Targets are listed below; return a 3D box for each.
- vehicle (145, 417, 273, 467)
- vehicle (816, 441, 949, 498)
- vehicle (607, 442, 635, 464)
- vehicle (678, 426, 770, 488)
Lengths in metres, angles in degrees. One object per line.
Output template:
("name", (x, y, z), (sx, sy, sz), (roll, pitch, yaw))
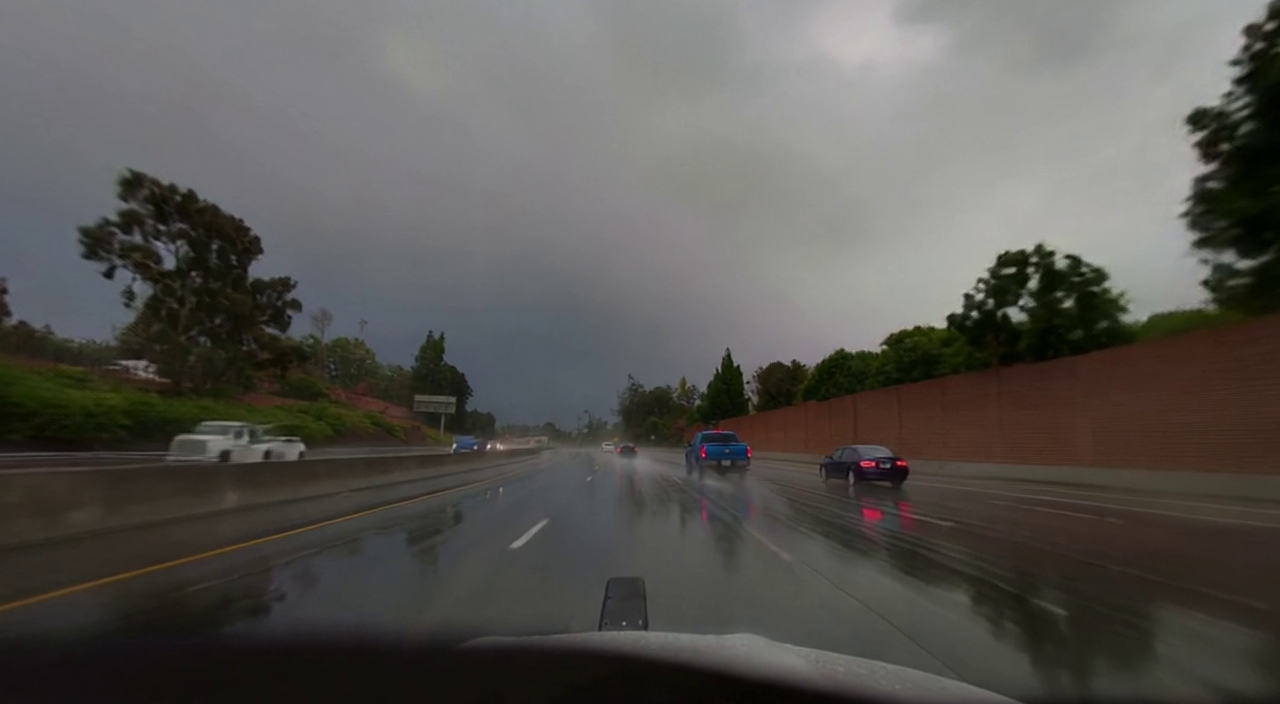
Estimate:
("vehicle", (-22.039, 4.670, 32.724), (2.433, 2.292, 6.266), (0, -8, -3))
("vehicle", (7.177, 3.488, 19.355), (1.976, 1.485, 4.925), (0, -8, -2))
("vehicle", (-1.561, 7.929, 49.678), (2.050, 1.607, 3.821), (0, -8, -4))
("vehicle", (2.854, 3.752, 22.901), (2.374, 1.952, 5.431), (0, -8, -2))
